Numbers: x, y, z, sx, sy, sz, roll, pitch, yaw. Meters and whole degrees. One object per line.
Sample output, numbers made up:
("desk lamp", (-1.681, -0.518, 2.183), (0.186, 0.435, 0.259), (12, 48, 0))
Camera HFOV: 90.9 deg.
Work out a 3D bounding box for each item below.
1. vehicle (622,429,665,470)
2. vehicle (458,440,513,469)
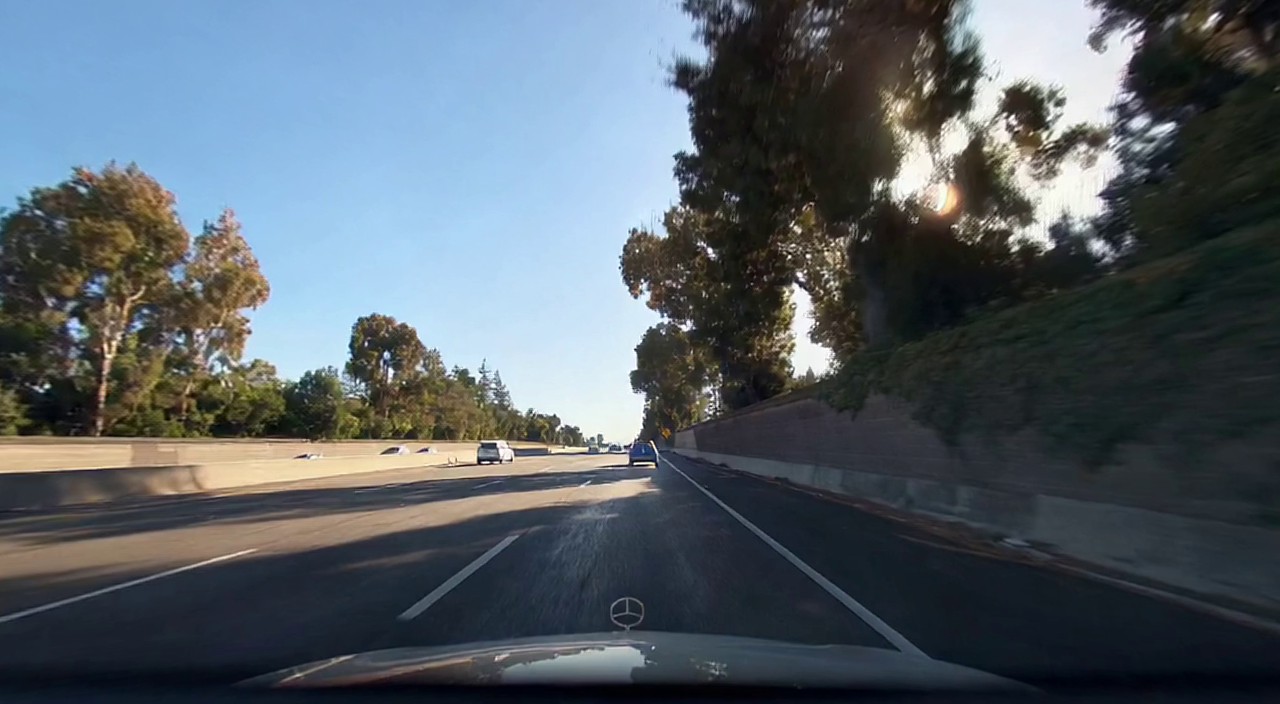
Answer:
("vehicle", (0.186, 5.583, 36.160), (2.318, 2.145, 4.561), (0, -8, 0))
("vehicle", (-9.860, 6.573, 40.728), (2.204, 1.770, 5.016), (0, -8, 1))
